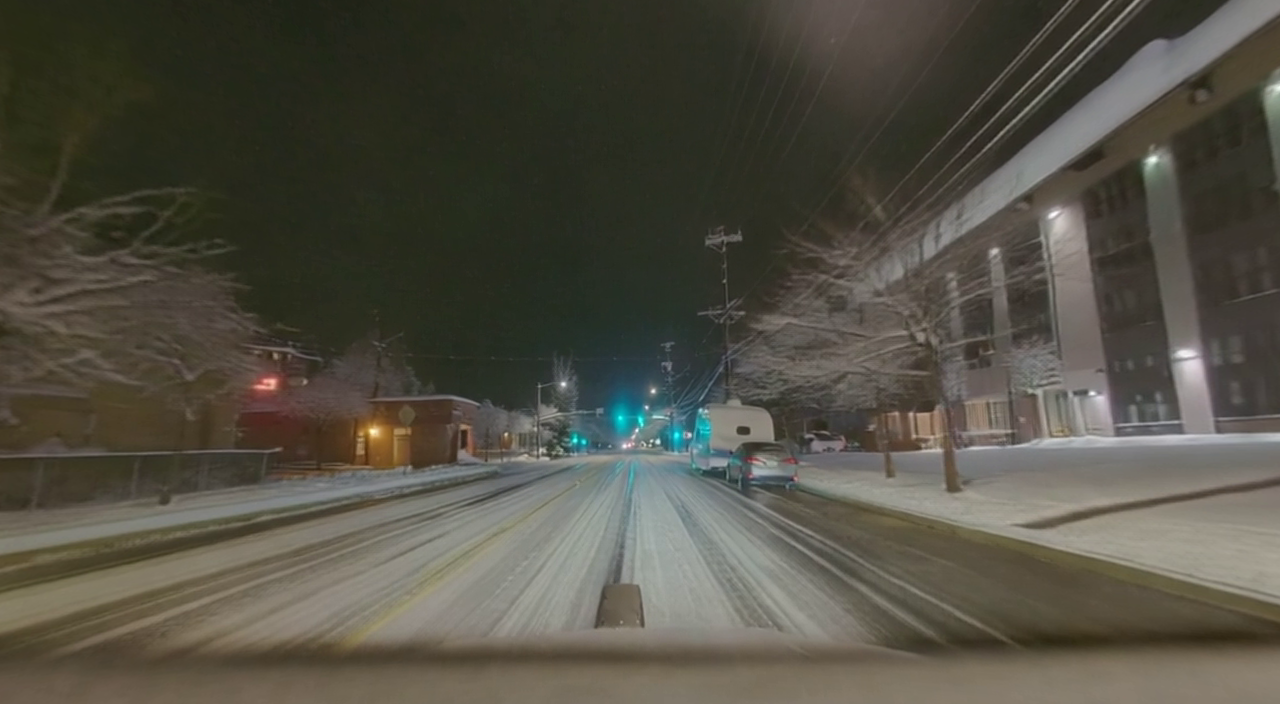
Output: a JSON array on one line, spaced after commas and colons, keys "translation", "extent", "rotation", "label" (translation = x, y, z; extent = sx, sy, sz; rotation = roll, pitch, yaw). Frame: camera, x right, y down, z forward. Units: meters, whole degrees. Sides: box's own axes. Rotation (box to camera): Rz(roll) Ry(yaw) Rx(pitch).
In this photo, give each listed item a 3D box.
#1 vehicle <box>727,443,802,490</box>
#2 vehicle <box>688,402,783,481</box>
[{"translation": [4.430, 4.117, 23.020], "extent": [1.852, 1.497, 3.672], "rotation": [-2, -8, -2], "label": "vehicle"}, {"translation": [4.272, 4.343, 30.498], "extent": [3.110, 3.241, 8.788], "rotation": [0, -9, -1], "label": "vehicle"}]
